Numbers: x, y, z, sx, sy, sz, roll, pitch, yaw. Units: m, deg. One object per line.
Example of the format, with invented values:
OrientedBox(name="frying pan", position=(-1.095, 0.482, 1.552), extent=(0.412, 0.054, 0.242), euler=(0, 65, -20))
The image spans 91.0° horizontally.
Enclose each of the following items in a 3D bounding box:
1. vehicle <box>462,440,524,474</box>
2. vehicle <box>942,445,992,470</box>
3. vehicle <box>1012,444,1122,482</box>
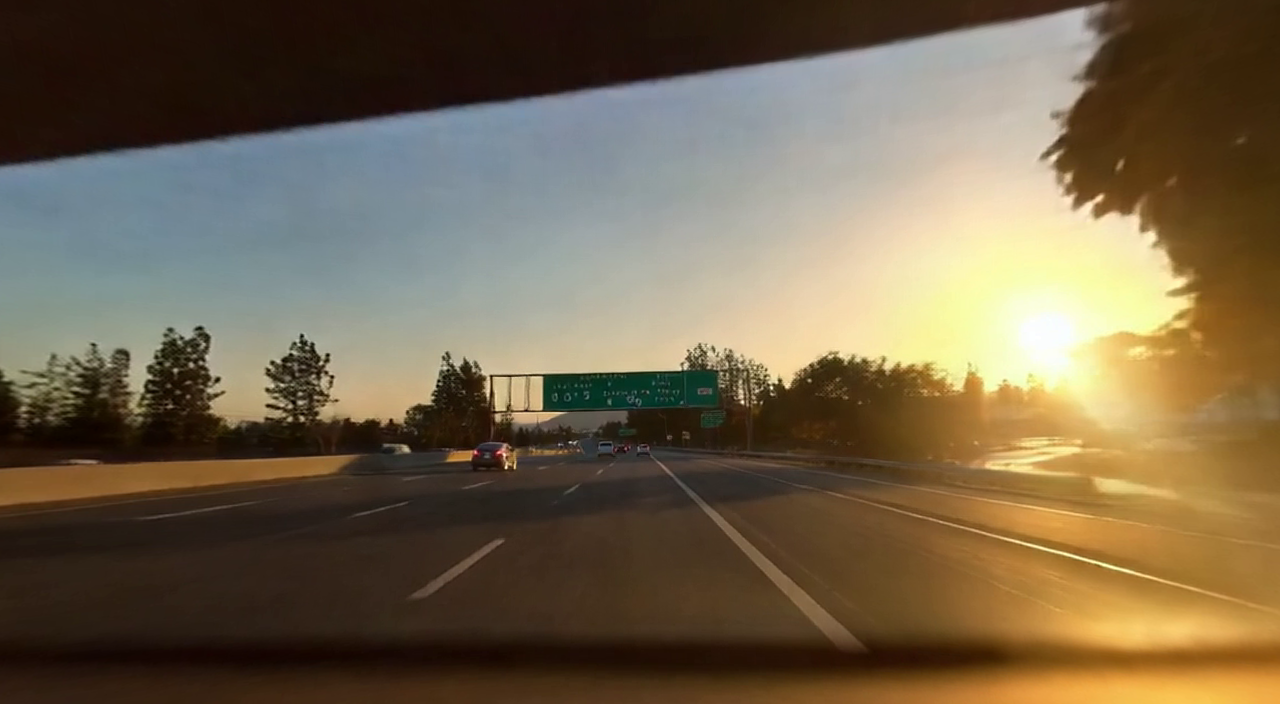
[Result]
OrientedBox(name="vehicle", position=(-7.039, 5.061, 30.581), extent=(1.985, 1.513, 4.172), euler=(0, -9, 1))
OrientedBox(name="vehicle", position=(22.057, 7.101, 42.637), extent=(2.011, 1.550, 4.792), euler=(-1, -8, 15))
OrientedBox(name="vehicle", position=(19.234, 4.975, 28.668), extent=(1.989, 1.529, 4.791), euler=(1, -8, 5))
